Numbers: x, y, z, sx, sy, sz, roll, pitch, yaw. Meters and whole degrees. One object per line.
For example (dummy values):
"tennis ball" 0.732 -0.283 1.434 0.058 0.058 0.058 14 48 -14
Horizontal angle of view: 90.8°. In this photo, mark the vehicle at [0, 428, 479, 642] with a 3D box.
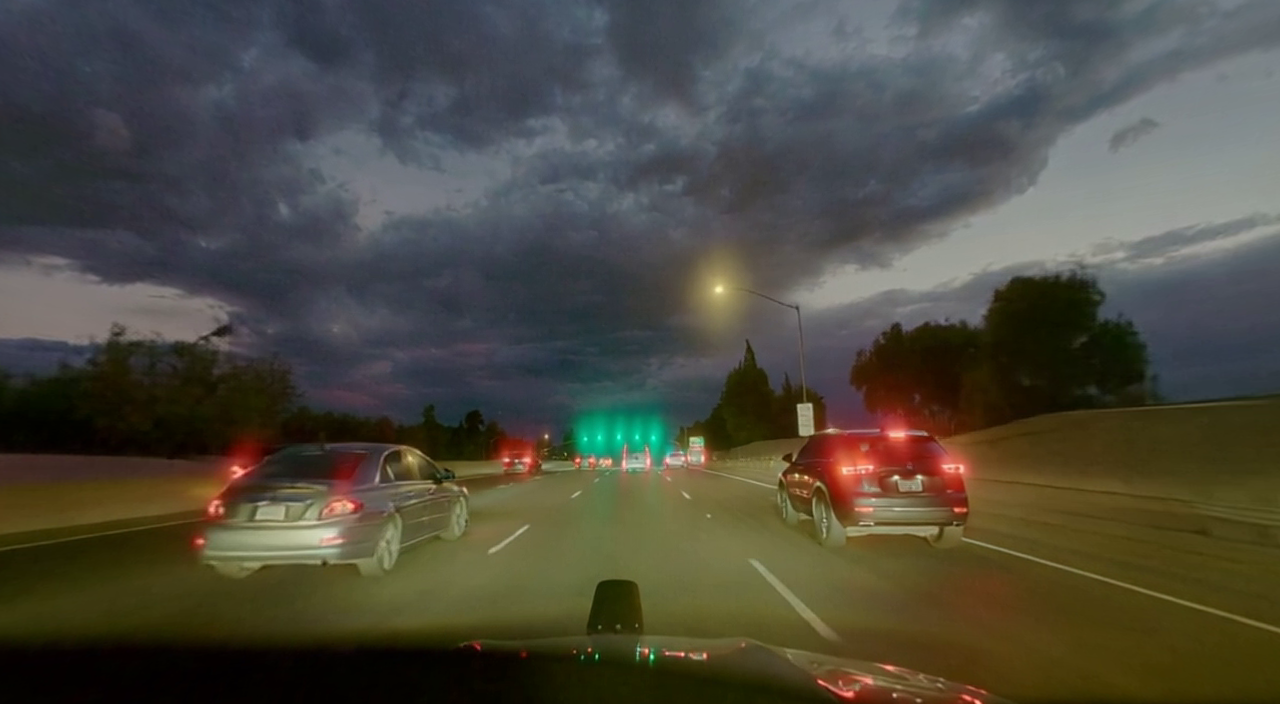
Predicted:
"vehicle" -3.507 1.667 6.982 2.130 1.514 4.766 0 -8 1

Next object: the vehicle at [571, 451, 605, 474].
"vehicle" -3.657 7.860 45.133 1.968 1.473 4.209 0 -8 1

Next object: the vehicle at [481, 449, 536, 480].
"vehicle" -6.947 6.009 33.903 1.980 1.519 4.147 0 -8 1

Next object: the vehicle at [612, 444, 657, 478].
"vehicle" -0.295 6.114 35.702 2.408 1.748 4.217 0 -8 0

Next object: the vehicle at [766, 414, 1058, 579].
"vehicle" 3.326 1.856 8.977 2.029 1.716 4.545 0 -8 -1

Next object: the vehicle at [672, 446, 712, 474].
"vehicle" 3.440 7.189 42.403 2.320 1.735 4.408 0 -8 0
